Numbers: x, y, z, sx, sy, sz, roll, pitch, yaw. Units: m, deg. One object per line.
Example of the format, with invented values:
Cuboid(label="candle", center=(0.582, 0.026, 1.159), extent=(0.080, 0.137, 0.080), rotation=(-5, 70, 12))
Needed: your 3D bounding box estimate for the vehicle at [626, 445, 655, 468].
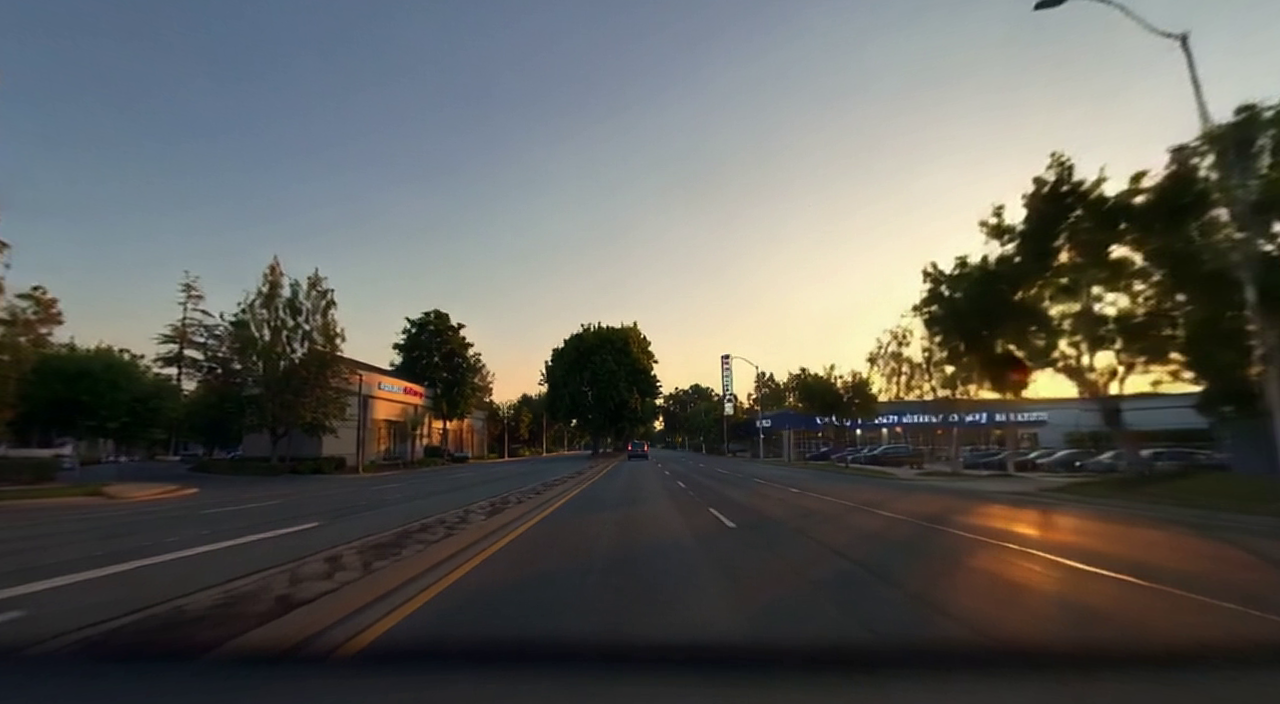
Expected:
Cuboid(label="vehicle", center=(0.001, 7.917, 48.272), extent=(2.095, 1.647, 4.205), rotation=(0, -8, 0))

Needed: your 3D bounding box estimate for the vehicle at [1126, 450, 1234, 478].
Cuboid(label="vehicle", center=(31.724, 6.586, 37.350), extent=(2.058, 1.498, 4.870), rotation=(0, -8, -1))

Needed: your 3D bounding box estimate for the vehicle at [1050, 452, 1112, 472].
Cuboid(label="vehicle", center=(34.647, 8.623, 49.729), extent=(1.801, 1.425, 4.094), rotation=(0, -8, -2))

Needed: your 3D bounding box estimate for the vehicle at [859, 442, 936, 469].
Cuboid(label="vehicle", center=(19.039, 7.686, 46.897), extent=(4.739, 1.916, 2.136), rotation=(0, -8, 2))
